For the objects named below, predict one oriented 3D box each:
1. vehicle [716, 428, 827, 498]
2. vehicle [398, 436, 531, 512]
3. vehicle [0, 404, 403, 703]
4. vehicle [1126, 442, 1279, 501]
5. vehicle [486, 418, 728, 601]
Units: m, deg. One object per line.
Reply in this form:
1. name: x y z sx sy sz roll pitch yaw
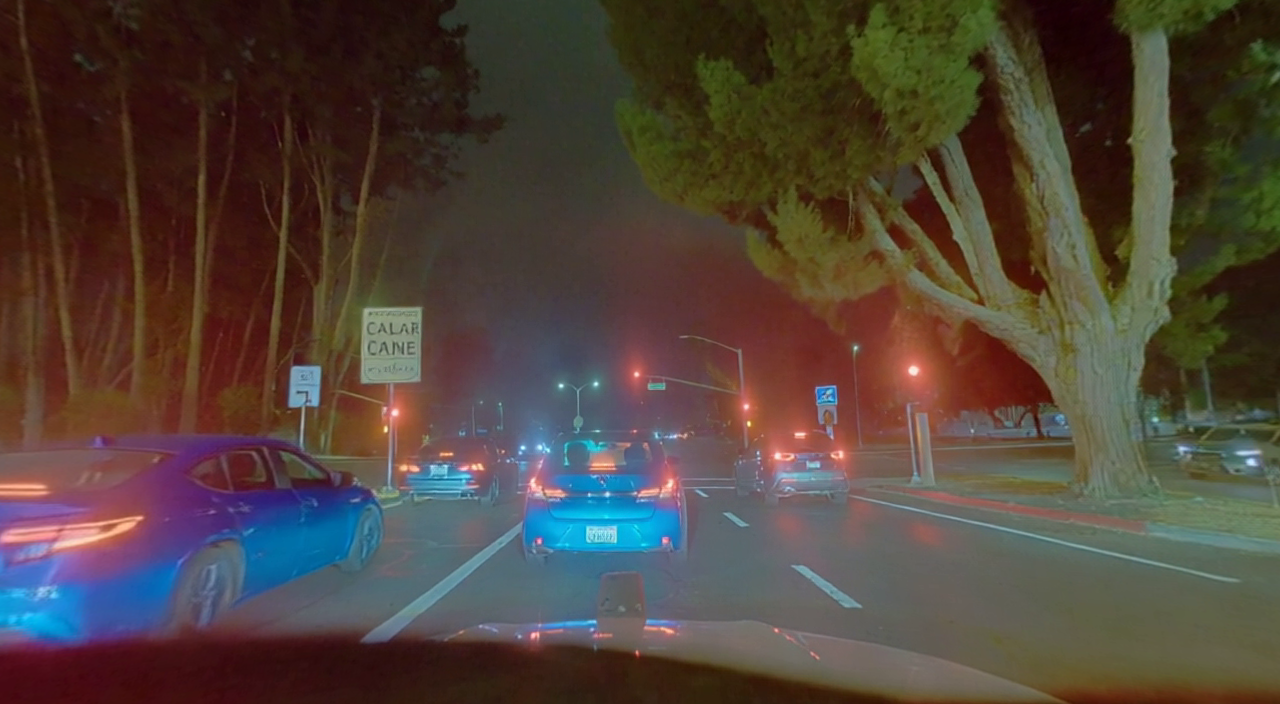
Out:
1. vehicle: 3.448 3.007 17.510 2.028 1.678 4.220 0 -8 -2
2. vehicle: -3.767 2.670 14.300 1.998 1.452 3.773 0 -8 -1
3. vehicle: -3.779 1.307 5.098 2.074 1.485 4.395 0 -8 -1
4. vehicle: 15.236 3.028 16.263 3.951 1.418 1.842 0 -8 -3
5. vehicle: -0.344 1.643 7.513 2.045 1.533 4.183 0 -8 -2
